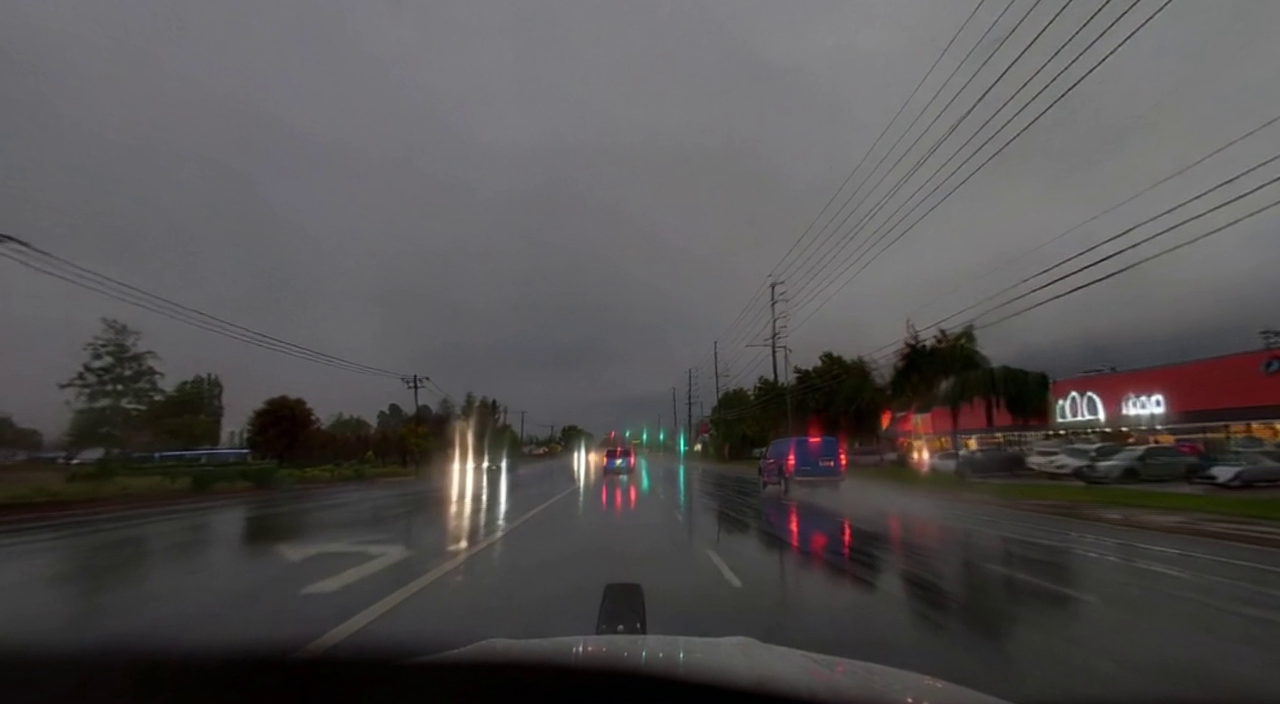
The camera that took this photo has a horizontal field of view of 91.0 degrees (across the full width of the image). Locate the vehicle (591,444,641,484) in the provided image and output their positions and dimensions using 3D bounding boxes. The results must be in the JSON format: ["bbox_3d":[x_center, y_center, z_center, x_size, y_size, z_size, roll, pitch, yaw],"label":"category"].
[{"bbox_3d":[-1.043,5.089,28.795,2.138,1.672,4.168,0,-9,-1],"label":"vehicle"}]

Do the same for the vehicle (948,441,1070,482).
[{"bbox_3d":[17.011,5.047,29.190,4.323,1.466,1.878,-5,-8,0],"label":"vehicle"}]

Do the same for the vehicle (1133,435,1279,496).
[{"bbox_3d":[17.492,3.337,18.709,3.986,1.480,1.861,-4,-9,-1],"label":"vehicle"}]

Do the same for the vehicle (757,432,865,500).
[{"bbox_3d":[5.328,3.626,20.338,2.107,1.928,4.471,0,-9,-1],"label":"vehicle"}]
